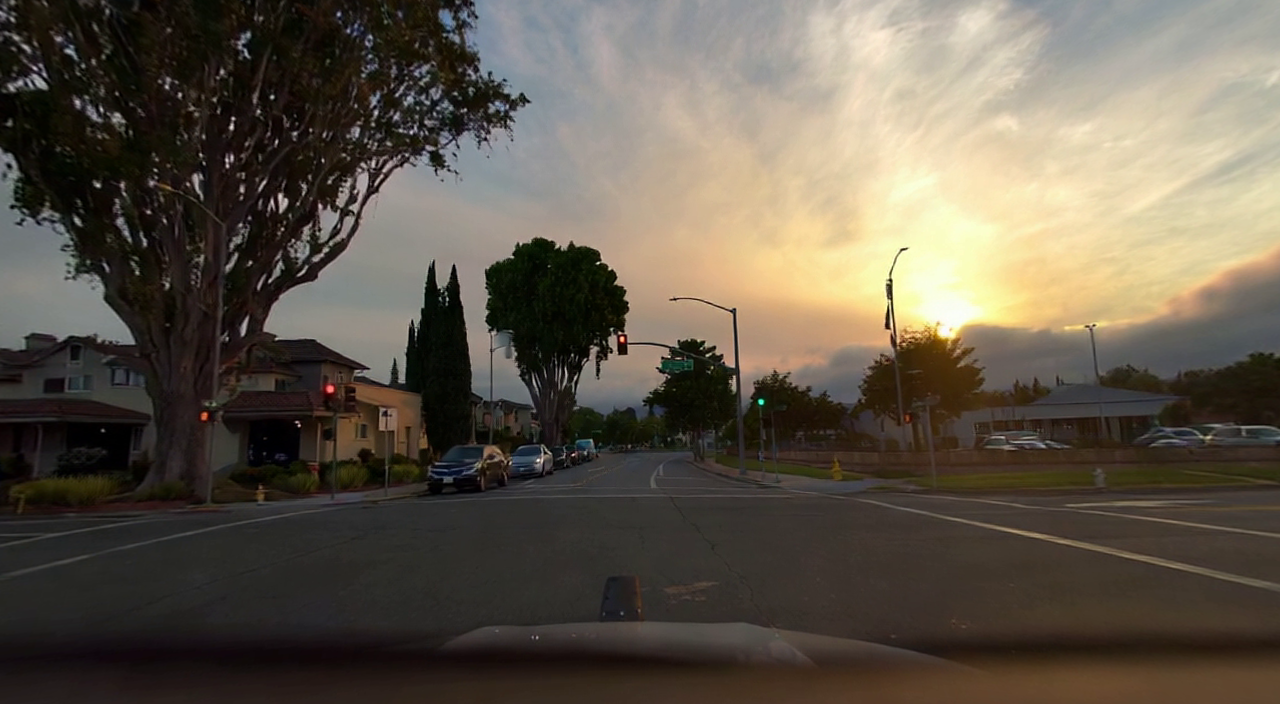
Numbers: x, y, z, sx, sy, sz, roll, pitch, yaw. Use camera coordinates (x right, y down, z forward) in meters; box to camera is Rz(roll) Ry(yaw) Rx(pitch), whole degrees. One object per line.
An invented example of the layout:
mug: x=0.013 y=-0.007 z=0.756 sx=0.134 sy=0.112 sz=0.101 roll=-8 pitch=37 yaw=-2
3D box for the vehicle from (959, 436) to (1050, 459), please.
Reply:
vehicle: x=25.067 y=6.600 z=43.564 sx=5.172 sy=1.515 sz=1.851 roll=0 pitch=-8 yaw=-2

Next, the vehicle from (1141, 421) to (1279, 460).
vehicle: x=33.282 y=5.197 z=36.963 sx=5.969 sy=2.149 sz=2.331 roll=0 pitch=-9 yaw=-3

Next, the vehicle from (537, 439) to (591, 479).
vehicle: x=-3.667 y=5.260 z=31.272 sx=2.120 sy=1.783 sz=4.788 roll=0 pitch=-9 yaw=-1

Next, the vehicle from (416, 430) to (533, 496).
vehicle: x=-6.586 y=4.536 z=26.459 sx=2.896 sy=2.339 sz=7.322 roll=0 pitch=-9 yaw=0
